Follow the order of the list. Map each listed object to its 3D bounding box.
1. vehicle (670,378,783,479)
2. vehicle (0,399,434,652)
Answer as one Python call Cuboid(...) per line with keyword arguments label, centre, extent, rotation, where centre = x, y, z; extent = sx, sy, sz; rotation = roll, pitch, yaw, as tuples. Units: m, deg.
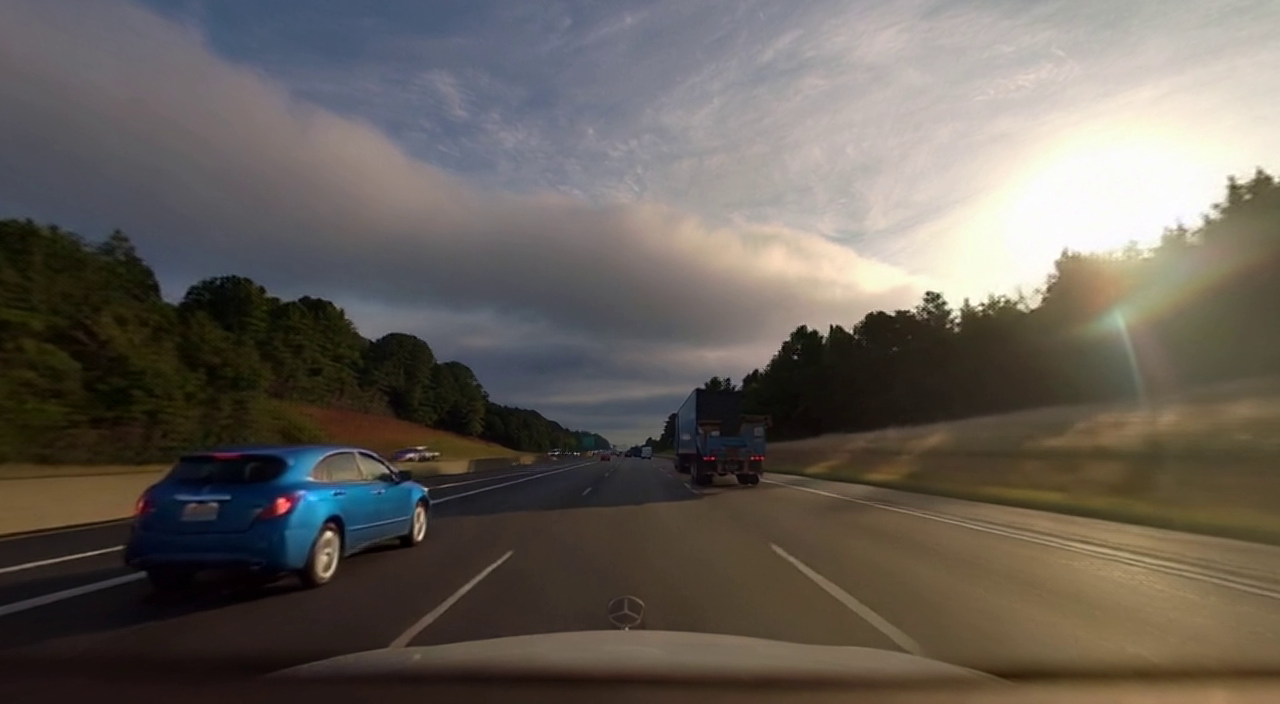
Cuboid(label="vehicle", centre=(4.029, 4.592, 35.349), extent=(3.532, 4.201, 17.611), rotation=(0, -9, -1))
Cuboid(label="vehicle", centre=(-3.902, 1.497, 6.401), extent=(2.115, 1.670, 4.261), rotation=(0, -9, 1))
